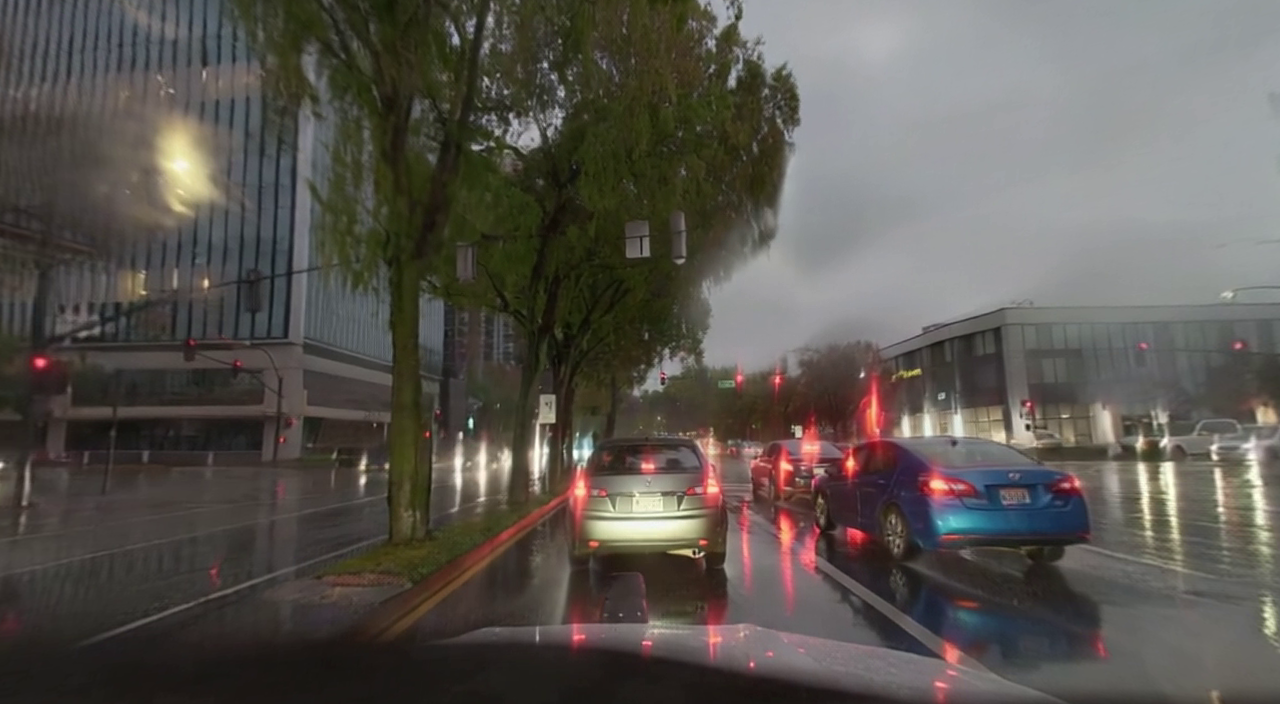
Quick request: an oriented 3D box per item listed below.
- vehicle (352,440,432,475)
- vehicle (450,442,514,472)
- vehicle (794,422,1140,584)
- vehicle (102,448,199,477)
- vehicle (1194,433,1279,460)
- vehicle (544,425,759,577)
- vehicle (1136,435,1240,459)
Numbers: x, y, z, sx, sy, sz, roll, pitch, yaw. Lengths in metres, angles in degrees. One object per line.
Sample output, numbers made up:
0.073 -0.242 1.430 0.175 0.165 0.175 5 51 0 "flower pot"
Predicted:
-12.640 5.418 32.552 2.166 1.659 4.654 0 -9 1 "vehicle"
-8.249 5.524 33.393 2.090 1.475 4.616 0 -9 1 "vehicle"
3.612 1.757 8.217 2.018 1.491 4.544 0 -9 -1 "vehicle"
-26.677 6.030 34.521 3.657 1.528 1.783 1 -9 -3 "vehicle"
35.211 5.486 36.648 4.190 1.535 1.998 0 -9 -1 "vehicle"
0.089 1.759 8.216 2.087 1.468 4.014 0 -9 -1 "vehicle"
34.637 6.044 40.040 4.616 1.476 2.165 0 -9 -2 "vehicle"
